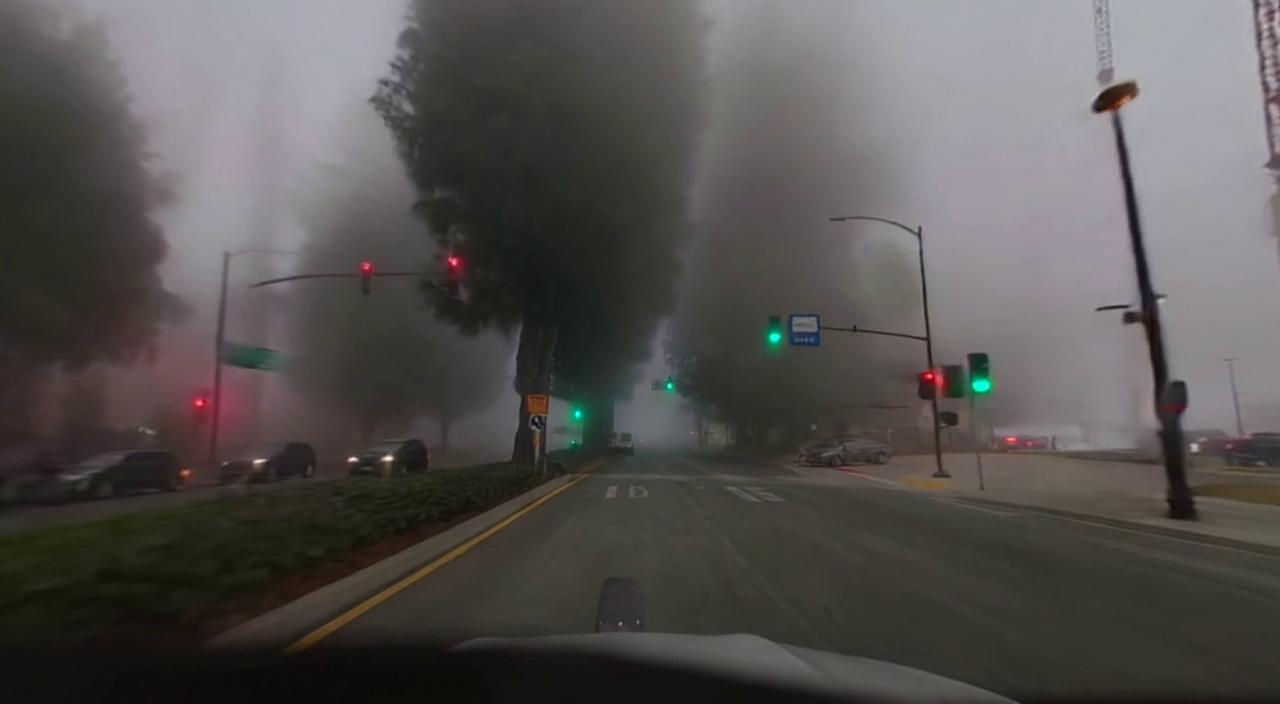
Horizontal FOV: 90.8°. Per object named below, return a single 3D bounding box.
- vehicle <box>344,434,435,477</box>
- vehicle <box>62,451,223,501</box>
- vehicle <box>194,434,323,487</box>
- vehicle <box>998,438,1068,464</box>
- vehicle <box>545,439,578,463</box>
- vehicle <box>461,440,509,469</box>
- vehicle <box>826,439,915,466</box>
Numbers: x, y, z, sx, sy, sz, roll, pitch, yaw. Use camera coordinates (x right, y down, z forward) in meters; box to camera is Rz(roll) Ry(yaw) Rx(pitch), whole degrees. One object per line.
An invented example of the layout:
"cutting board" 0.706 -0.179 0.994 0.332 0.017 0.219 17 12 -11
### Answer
"vehicle" -12.278 5.115 31.495 2.249 1.952 5.746 0 -9 -1
"vehicle" -16.601 4.125 21.460 1.804 1.467 4.489 0 -9 0
"vehicle" -16.558 4.732 27.908 2.190 2.069 5.804 0 -9 -2
"vehicle" 23.540 5.886 37.815 3.995 1.463 1.862 5 -10 -31
"vehicle" -6.145 7.767 49.792 1.983 1.715 4.466 -2 -8 0
"vehicle" -9.334 6.188 38.344 1.918 1.640 3.971 0 -9 0
"vehicle" 13.616 5.972 37.563 4.506 1.479 1.924 0 -9 1
